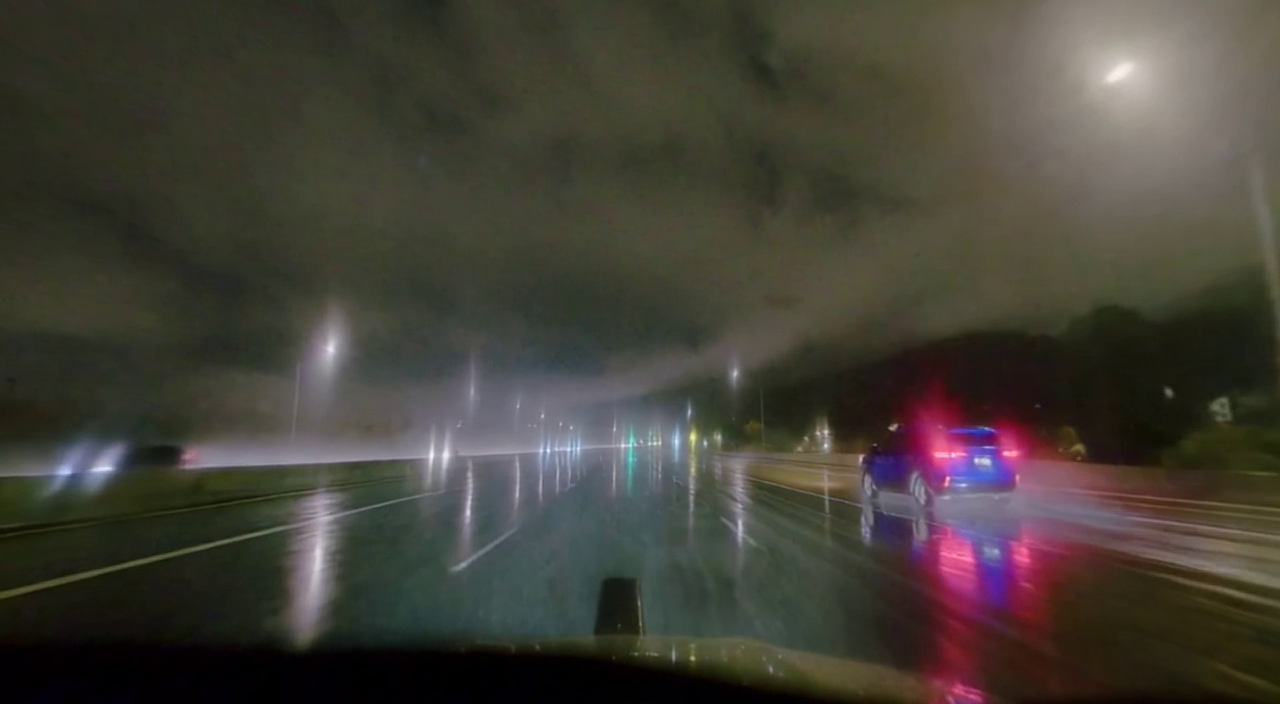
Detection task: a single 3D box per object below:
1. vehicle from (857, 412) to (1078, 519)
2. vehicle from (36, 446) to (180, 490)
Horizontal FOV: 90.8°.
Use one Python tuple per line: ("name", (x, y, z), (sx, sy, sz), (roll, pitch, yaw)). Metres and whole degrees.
("vehicle", (6.705, 2.387, 13.735), (2.222, 1.899, 4.595), (0, -8, -1))
("vehicle", (-25.964, 5.621, 31.197), (2.307, 1.950, 5.571), (0, -8, -1))
